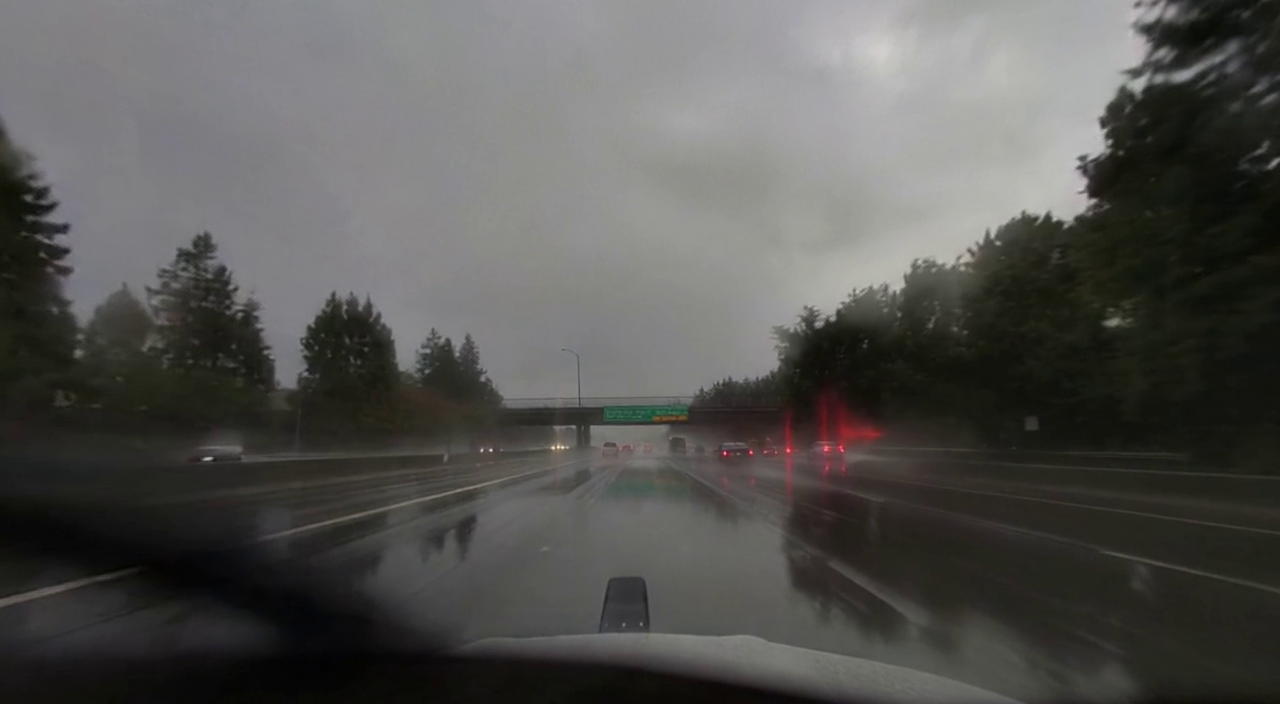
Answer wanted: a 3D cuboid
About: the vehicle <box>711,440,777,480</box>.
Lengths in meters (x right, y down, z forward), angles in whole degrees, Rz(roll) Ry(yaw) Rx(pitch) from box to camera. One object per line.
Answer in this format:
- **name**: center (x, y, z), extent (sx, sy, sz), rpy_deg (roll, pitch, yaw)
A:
- **vehicle**: center (4.103, 4.349, 25.653), extent (1.908, 1.483, 4.259), rpy_deg (0, -8, -1)
